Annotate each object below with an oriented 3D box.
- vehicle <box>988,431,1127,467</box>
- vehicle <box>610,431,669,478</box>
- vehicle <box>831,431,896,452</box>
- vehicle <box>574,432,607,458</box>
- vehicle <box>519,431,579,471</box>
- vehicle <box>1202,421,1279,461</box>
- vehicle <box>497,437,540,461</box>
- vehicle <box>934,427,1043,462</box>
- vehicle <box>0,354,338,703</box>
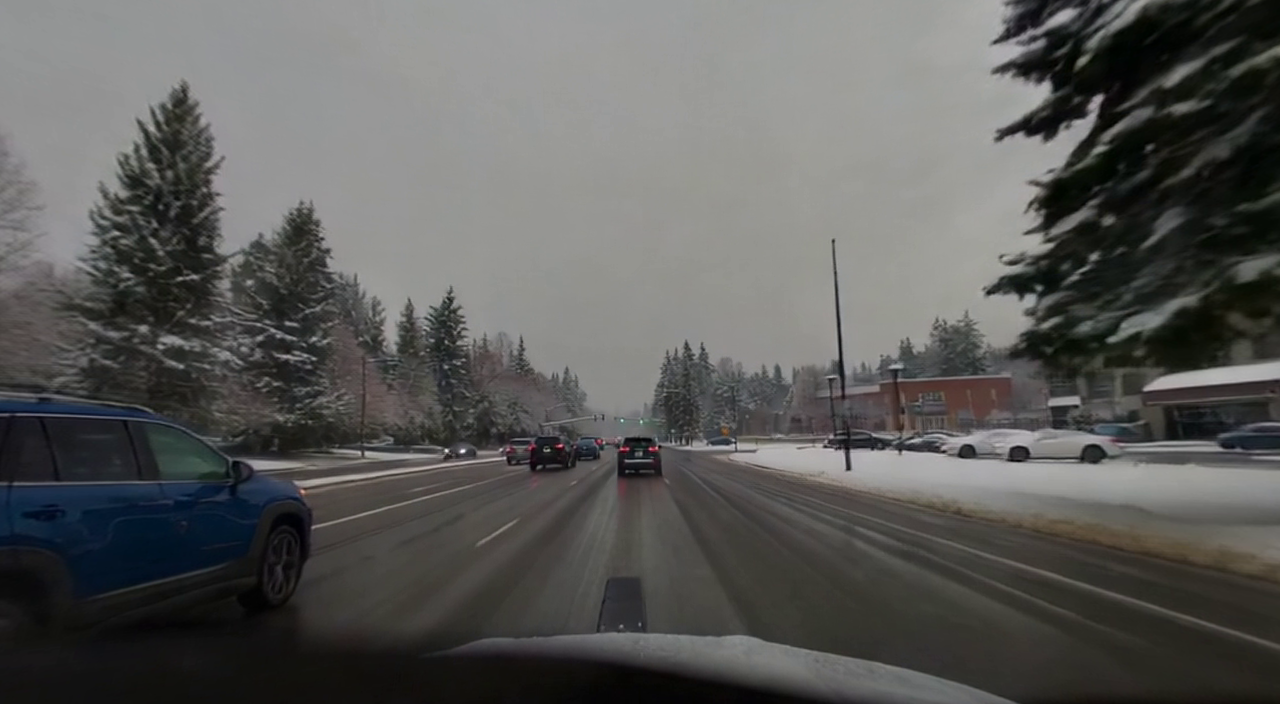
[{"bbox_3d":[17.580,4.097,26.590,4.460,1.449,1.959,0,-8,-2],"label":"vehicle"},{"bbox_3d":[-0.018,3.895,24.046,2.042,1.641,4.187,0,-8,0],"label":"vehicle"},{"bbox_3d":[17.593,7.075,49.532,4.329,1.656,1.873,0,-8,1],"label":"vehicle"},{"bbox_3d":[-3.669,6.986,47.144,2.047,1.810,4.414,0,-8,0],"label":"vehicle"},{"bbox_3d":[-4.168,4.603,29.424,2.113,1.713,4.422,0,-8,1],"label":"vehicle"},{"bbox_3d":[28.835,4.062,28.638,4.367,1.763,2.015,0,-8,1],"label":"vehicle"},{"bbox_3d":[-8.013,6.432,41.653,1.926,1.463,4.450,0,-8,1],"label":"vehicle"},{"bbox_3d":[17.342,4.629,31.371,4.290,1.664,1.893,1,-8,-3],"label":"vehicle"},{"bbox_3d":[-3.766,0.955,3.490,2.070,1.641,4.152,0,-8,0],"label":"vehicle"}]
